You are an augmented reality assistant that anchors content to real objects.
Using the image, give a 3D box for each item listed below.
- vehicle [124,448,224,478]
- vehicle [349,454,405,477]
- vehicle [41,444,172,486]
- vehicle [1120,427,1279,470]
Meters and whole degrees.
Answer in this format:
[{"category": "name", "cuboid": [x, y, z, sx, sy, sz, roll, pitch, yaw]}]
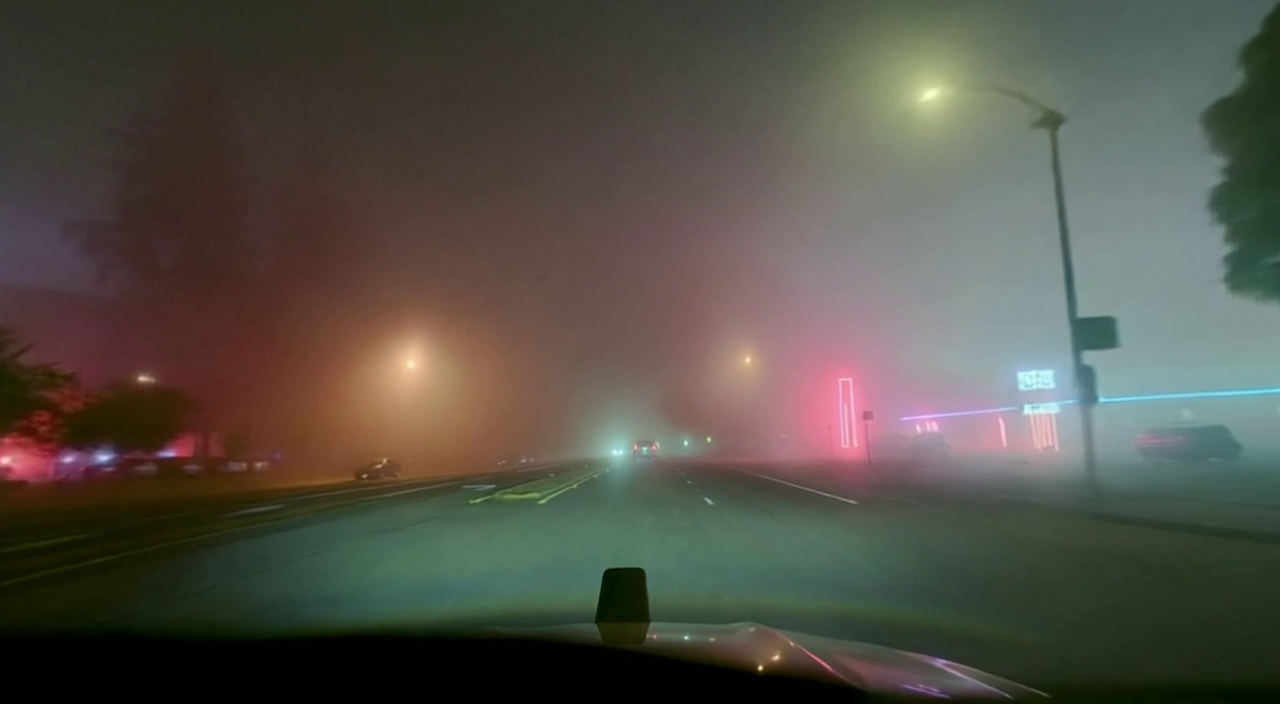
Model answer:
[{"category": "vehicle", "cuboid": [-26.815, 6.382, 36.379, 4.106, 1.698, 2.072, 0, -8, 2]}, {"category": "vehicle", "cuboid": [-18.503, 7.973, 44.595, 1.815, 1.453, 4.870, 0, -8, 1]}, {"category": "vehicle", "cuboid": [-26.313, 5.563, 31.356, 4.633, 1.923, 2.074, 5, -10, -33]}, {"category": "vehicle", "cuboid": [22.247, 3.839, 25.283, 2.009, 1.533, 5.047, 0, -8, 0]}]
